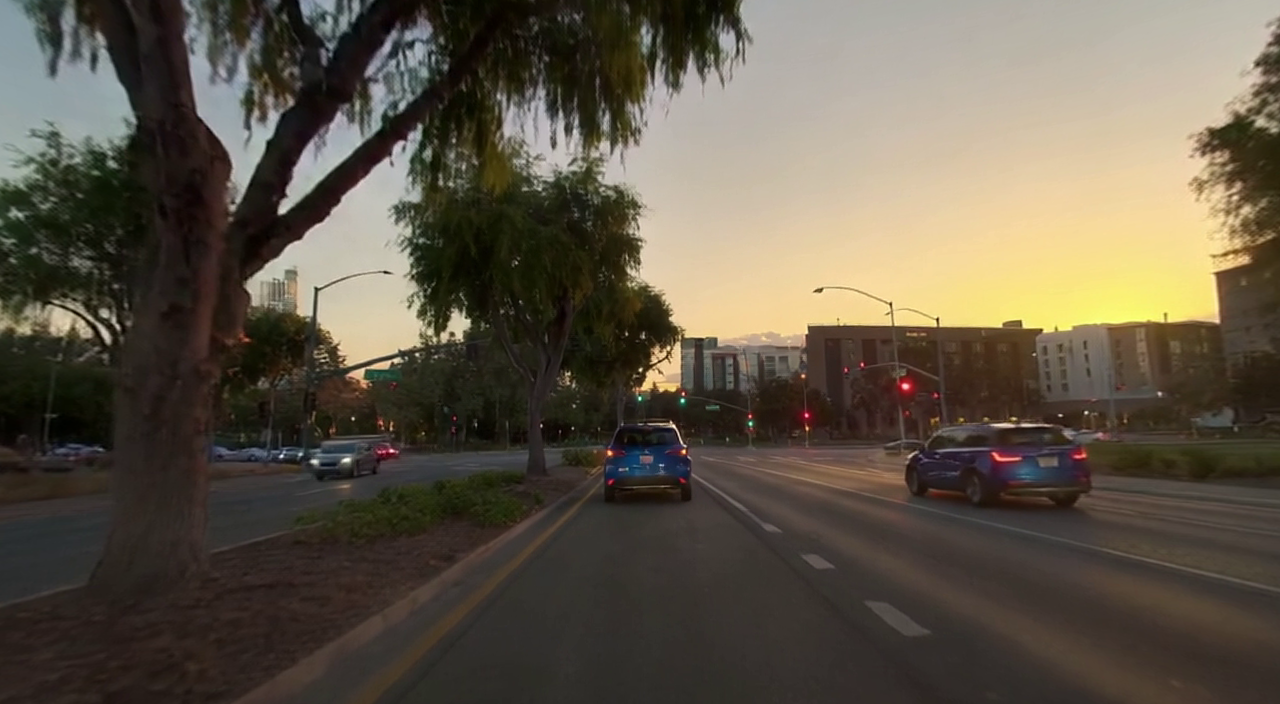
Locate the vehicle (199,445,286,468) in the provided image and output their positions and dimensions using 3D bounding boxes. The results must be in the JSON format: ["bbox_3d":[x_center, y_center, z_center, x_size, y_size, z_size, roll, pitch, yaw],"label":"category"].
[{"bbox_3d":[-29.993,7.891,47.831,5.244,1.715,1.950,0,-9,1],"label":"vehicle"}]

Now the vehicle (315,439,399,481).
[{"bbox_3d":[-12.209,4.664,27.659,2.209,1.627,4.582,1,-9,-10],"label":"vehicle"}]

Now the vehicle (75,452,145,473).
[{"bbox_3d":[-39.859,8.306,47.638,3.386,1.456,2.024,0,-9,0],"label":"vehicle"}]

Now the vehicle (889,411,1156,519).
[{"bbox_3d":[7.026,2.147,12.411,2.447,1.707,4.396,0,-9,0],"label":"vehicle"}]

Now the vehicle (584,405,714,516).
[{"bbox_3d":[0.199,2.266,13.554,2.267,1.926,4.708,0,-9,1],"label":"vehicle"}]
